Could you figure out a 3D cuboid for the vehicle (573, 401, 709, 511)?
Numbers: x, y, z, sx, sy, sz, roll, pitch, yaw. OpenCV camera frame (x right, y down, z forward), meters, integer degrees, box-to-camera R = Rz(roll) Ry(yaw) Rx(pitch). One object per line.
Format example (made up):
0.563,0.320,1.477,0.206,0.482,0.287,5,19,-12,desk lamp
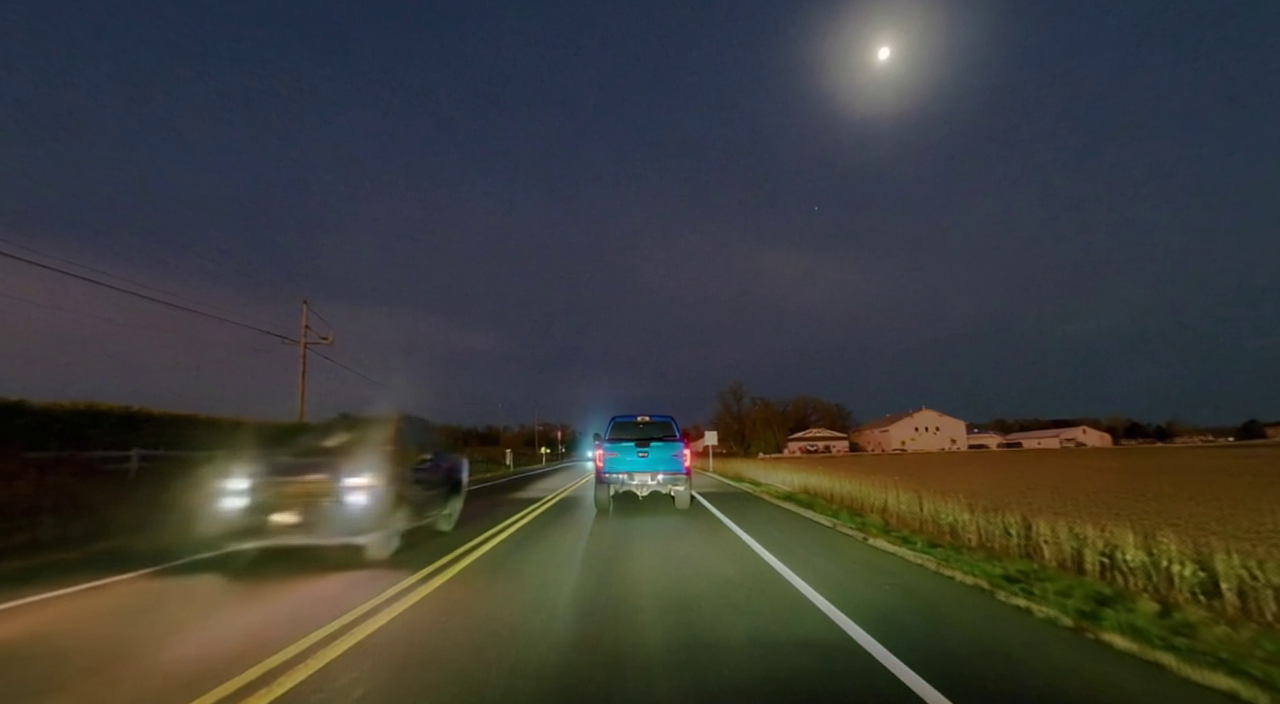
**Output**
-0.054,2.770,17.255,2.912,2.320,7.292,0,-8,-1,vehicle

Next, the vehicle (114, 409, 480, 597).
-3.817,1.764,8.347,2.122,1.729,4.783,0,-8,0,vehicle
